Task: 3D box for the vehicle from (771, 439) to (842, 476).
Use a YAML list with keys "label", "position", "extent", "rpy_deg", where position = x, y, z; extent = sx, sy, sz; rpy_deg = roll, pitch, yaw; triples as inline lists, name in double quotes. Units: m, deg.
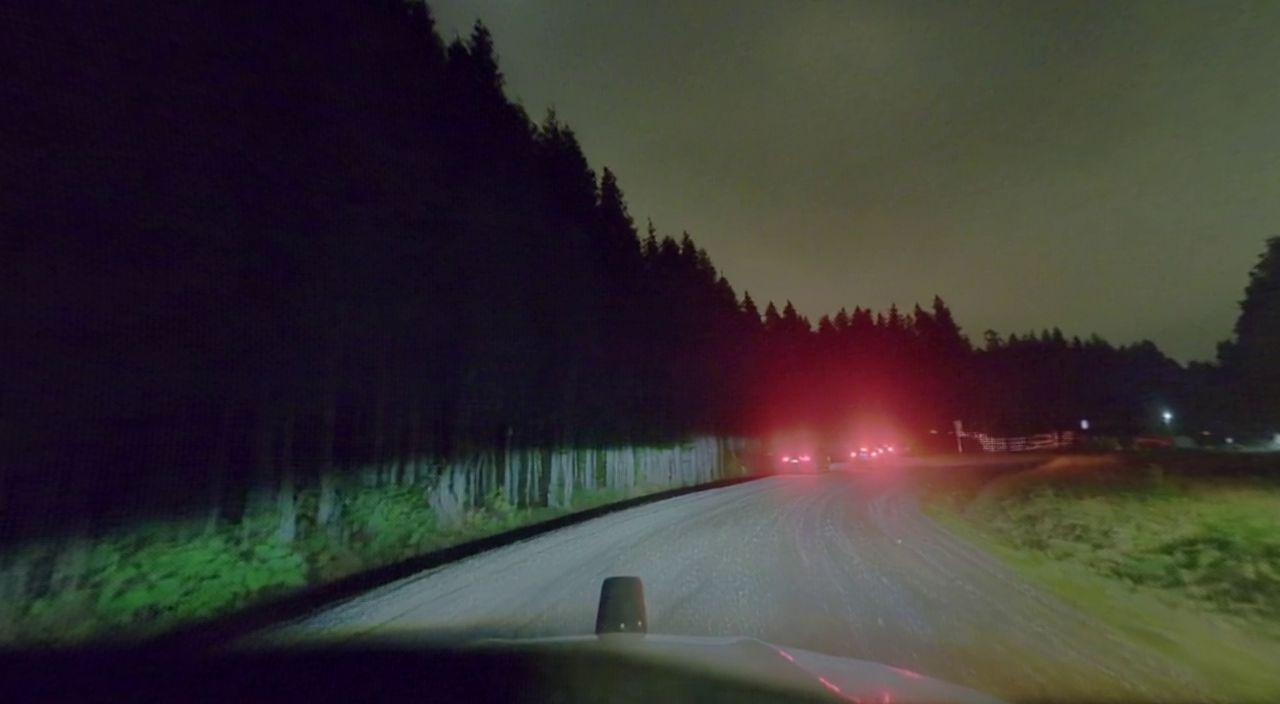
- label: "vehicle"
  position: [8.998, 5.624, 33.698]
  extent: [1.988, 1.789, 4.257]
  rpy_deg: [-6, -11, 40]
